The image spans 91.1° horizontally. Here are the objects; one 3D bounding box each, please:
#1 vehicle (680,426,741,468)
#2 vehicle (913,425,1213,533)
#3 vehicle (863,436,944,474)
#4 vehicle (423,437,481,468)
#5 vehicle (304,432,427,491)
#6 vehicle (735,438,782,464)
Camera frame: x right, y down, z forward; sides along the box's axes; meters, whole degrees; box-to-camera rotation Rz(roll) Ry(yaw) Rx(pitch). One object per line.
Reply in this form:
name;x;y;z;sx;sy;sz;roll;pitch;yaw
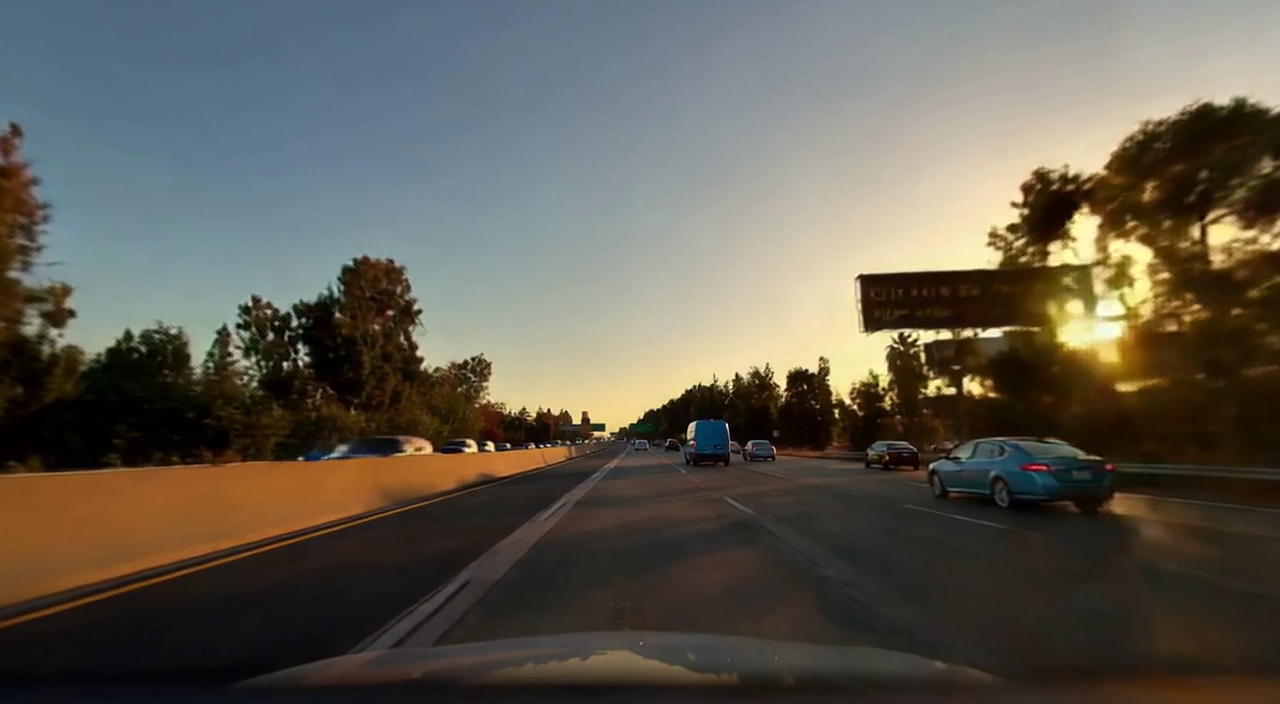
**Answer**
vehicle;3.699;5.194;34.292;2.546;2.087;5.404;0;-8;-2
vehicle;7.094;2.166;11.417;2.003;1.517;4.936;0;-8;0
vehicle;11.324;4.447;27.297;1.874;1.496;3.586;0;-8;-1
vehicle;-13.737;7.388;46.326;2.442;2.115;5.788;0;-8;0
vehicle;-10.025;4.013;23.516;2.328;1.850;5.141;-2;-8;0
vehicle;7.245;6.116;38.806;2.099;1.510;3.784;0;-8;-1
